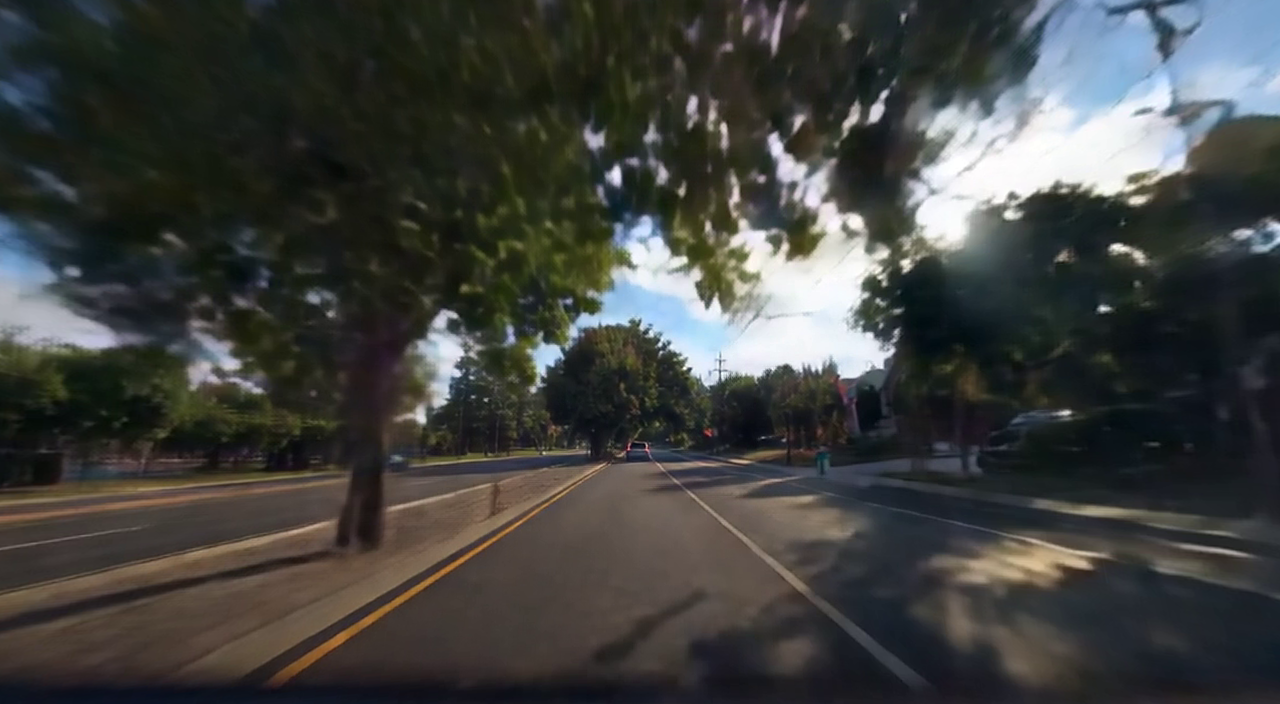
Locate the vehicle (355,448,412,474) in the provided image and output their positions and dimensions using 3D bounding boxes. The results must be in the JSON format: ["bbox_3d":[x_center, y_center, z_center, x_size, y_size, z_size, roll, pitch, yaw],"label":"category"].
[{"bbox_3d":[-17.962,7.638,44.483,1.986,1.649,4.573,0,-8,1],"label":"vehicle"}]

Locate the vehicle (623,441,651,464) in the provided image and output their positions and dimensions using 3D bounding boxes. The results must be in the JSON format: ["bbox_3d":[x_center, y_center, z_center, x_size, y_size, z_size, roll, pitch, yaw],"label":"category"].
[{"bbox_3d":[-0.238,7.513,47.261,2.016,1.665,3.932,0,-8,-1],"label":"vehicle"}]
